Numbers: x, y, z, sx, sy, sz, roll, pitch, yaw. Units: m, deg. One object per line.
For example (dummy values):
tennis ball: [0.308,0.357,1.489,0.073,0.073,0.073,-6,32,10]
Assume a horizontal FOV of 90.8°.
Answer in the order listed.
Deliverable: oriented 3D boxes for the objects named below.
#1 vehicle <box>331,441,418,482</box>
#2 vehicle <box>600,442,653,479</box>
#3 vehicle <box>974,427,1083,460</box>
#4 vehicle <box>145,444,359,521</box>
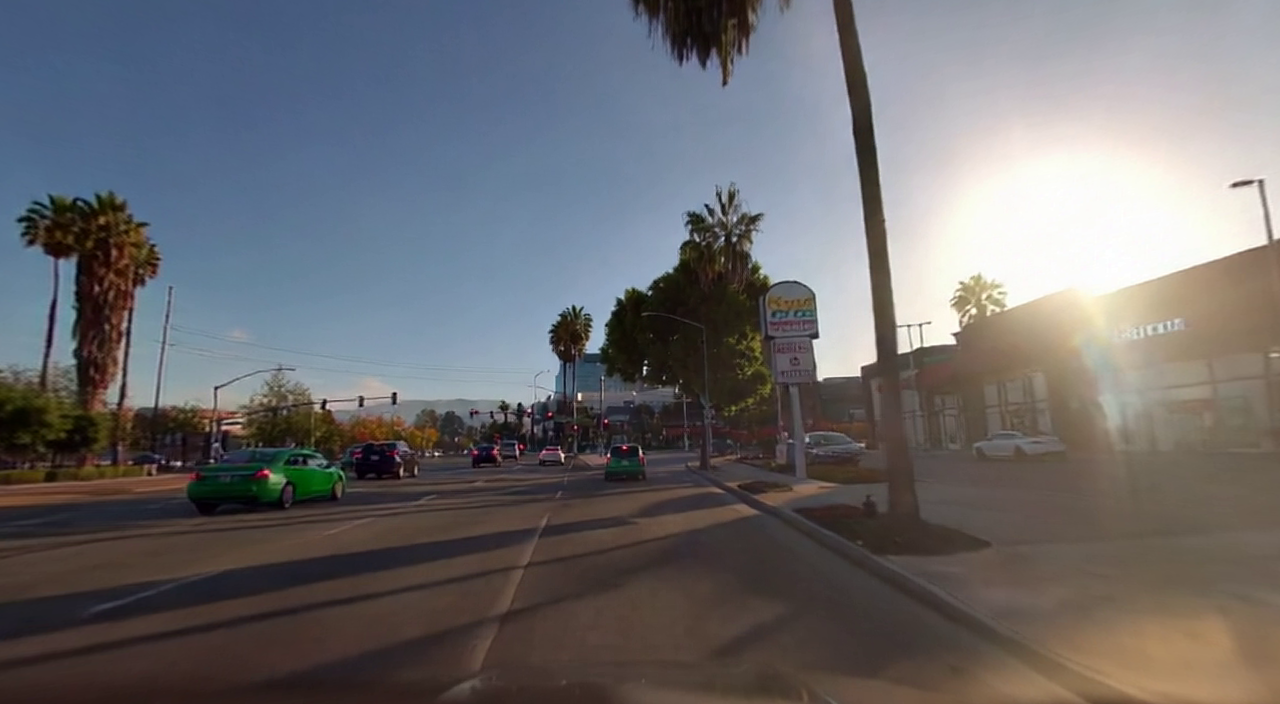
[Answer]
vehicle: [-11.881,4.905,28.688,2.108,1.669,5.076,1,-9,-5]
vehicle: [-0.500,4.809,28.256,2.070,1.493,4.570,-1,-9,3]
vehicle: [18.582,4.457,30.485,1.882,1.463,4.550,1,-10,-9]
vehicle: [-8.455,2.846,14.401,1.958,1.455,4.504,0,-9,1]
